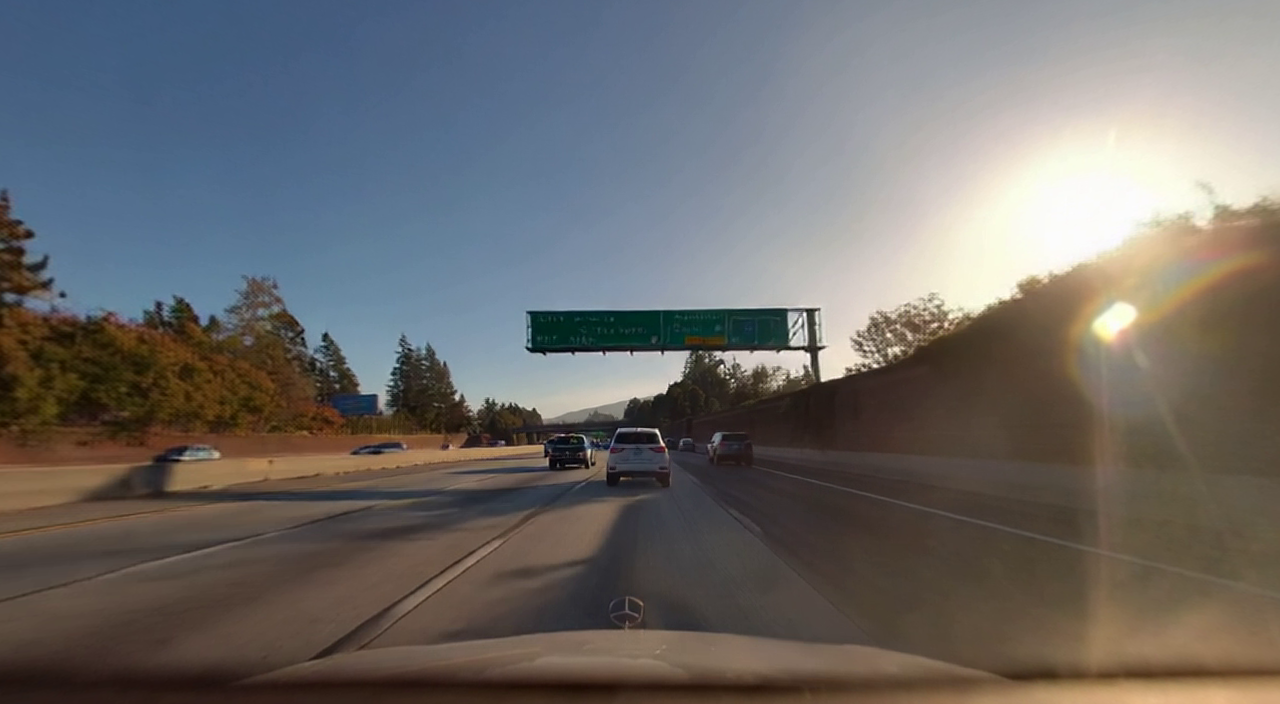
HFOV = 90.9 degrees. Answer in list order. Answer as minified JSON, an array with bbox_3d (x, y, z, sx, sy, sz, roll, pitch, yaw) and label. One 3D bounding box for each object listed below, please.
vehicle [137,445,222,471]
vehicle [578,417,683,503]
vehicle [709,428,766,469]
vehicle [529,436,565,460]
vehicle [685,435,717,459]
[{"bbox_3d":[-28.409,6.554,39.091,1.811,1.505,4.441,0,-9,1],"label":"vehicle"},{"bbox_3d":[-0.206,2.633,15.669,2.233,1.804,4.273,0,-9,0],"label":"vehicle"},{"bbox_3d":[4.642,4.717,30.804,2.017,1.847,4.299,0,-9,-1],"label":"vehicle"},{"bbox_3d":[-6.989,7.272,47.674,2.024,1.706,4.249,0,-9,0],"label":"vehicle"},{"bbox_3d":[4.477,7.079,47.007,2.001,1.651,3.916,0,-9,0],"label":"vehicle"}]
